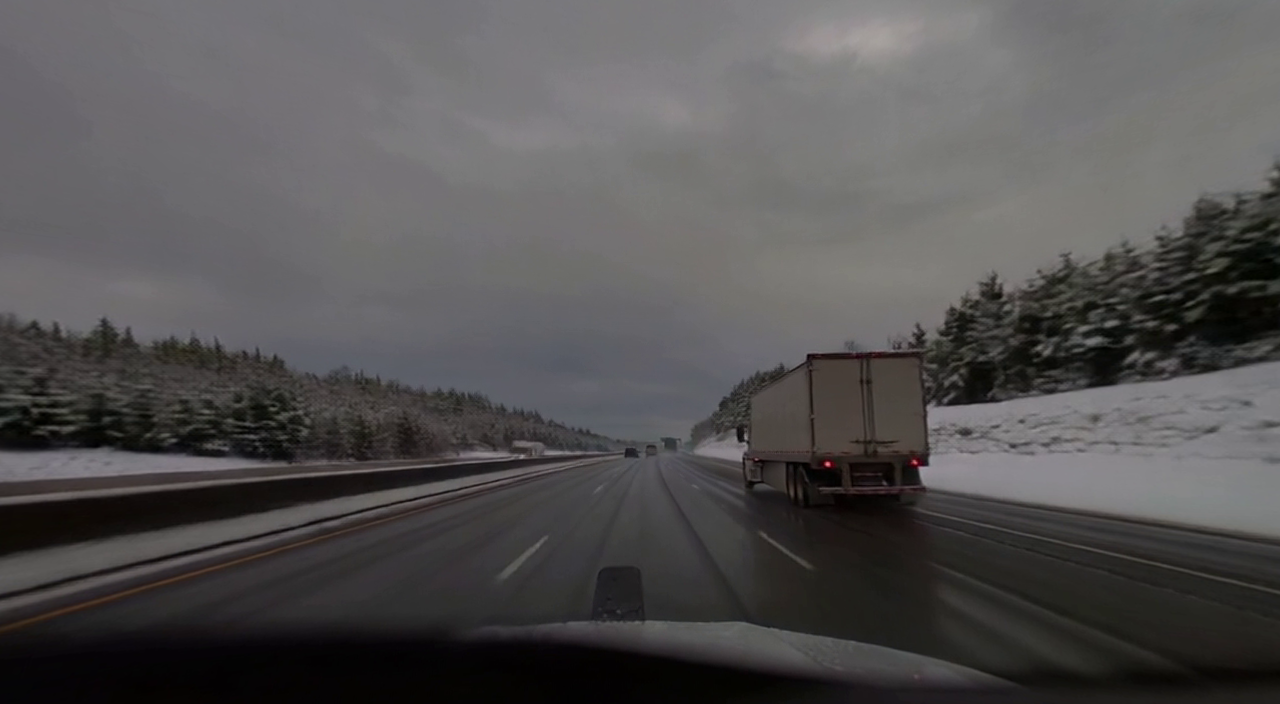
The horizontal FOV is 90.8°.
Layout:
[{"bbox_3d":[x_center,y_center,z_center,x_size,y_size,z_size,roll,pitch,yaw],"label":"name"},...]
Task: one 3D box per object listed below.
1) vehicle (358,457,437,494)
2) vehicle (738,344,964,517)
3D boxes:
[{"bbox_3d":[-11.049,5.629,29.132,1.923,1.488,4.363,0,-9,0],"label":"vehicle"},{"bbox_3d":[4.666,2.122,16.221,2.771,3.313,8.121,0,-9,-2],"label":"vehicle"}]
